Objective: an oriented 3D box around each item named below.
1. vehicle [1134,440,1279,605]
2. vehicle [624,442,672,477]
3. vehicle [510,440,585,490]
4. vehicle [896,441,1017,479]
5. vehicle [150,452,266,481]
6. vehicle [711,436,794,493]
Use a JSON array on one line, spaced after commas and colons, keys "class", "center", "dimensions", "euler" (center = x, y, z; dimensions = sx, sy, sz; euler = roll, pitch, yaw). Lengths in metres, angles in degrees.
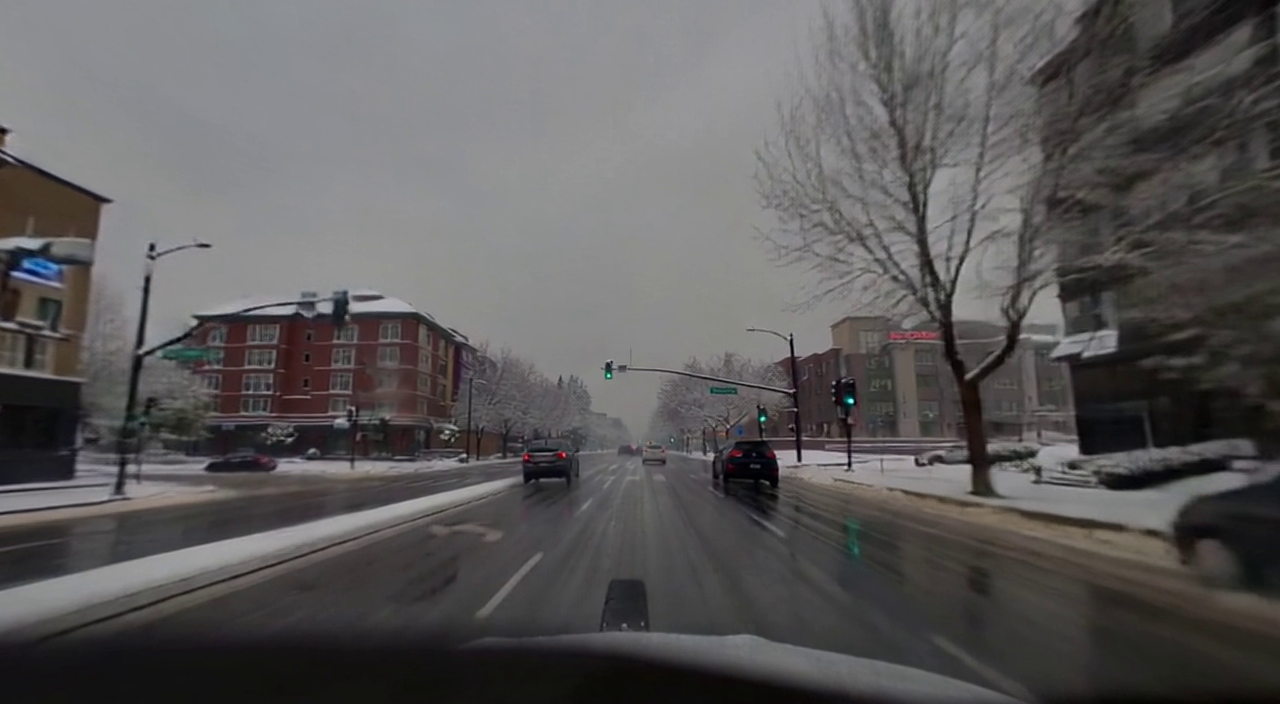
[{"class": "vehicle", "center": [6.859, 1.475, 5.235], "dimensions": [2.022, 1.491, 4.194], "euler": [0, -9, -1]}, {"class": "vehicle", "center": [0.361, 5.017, 29.651], "dimensions": [2.103, 1.468, 4.094], "euler": [0, -9, 0]}, {"class": "vehicle", "center": [-3.027, 3.784, 21.488], "dimensions": [1.860, 1.510, 4.073], "euler": [0, -9, 1]}, {"class": "vehicle", "center": [15.783, 5.394, 31.632], "dimensions": [4.921, 1.841, 1.957], "euler": [0, -9, 1]}, {"class": "vehicle", "center": [-23.668, 6.267, 34.669], "dimensions": [4.890, 1.514, 1.908], "euler": [0, -9, -1]}, {"class": "vehicle", "center": [3.510, 3.578, 20.392], "dimensions": [1.987, 1.637, 3.896], "euler": [0, -9, 0]}]
